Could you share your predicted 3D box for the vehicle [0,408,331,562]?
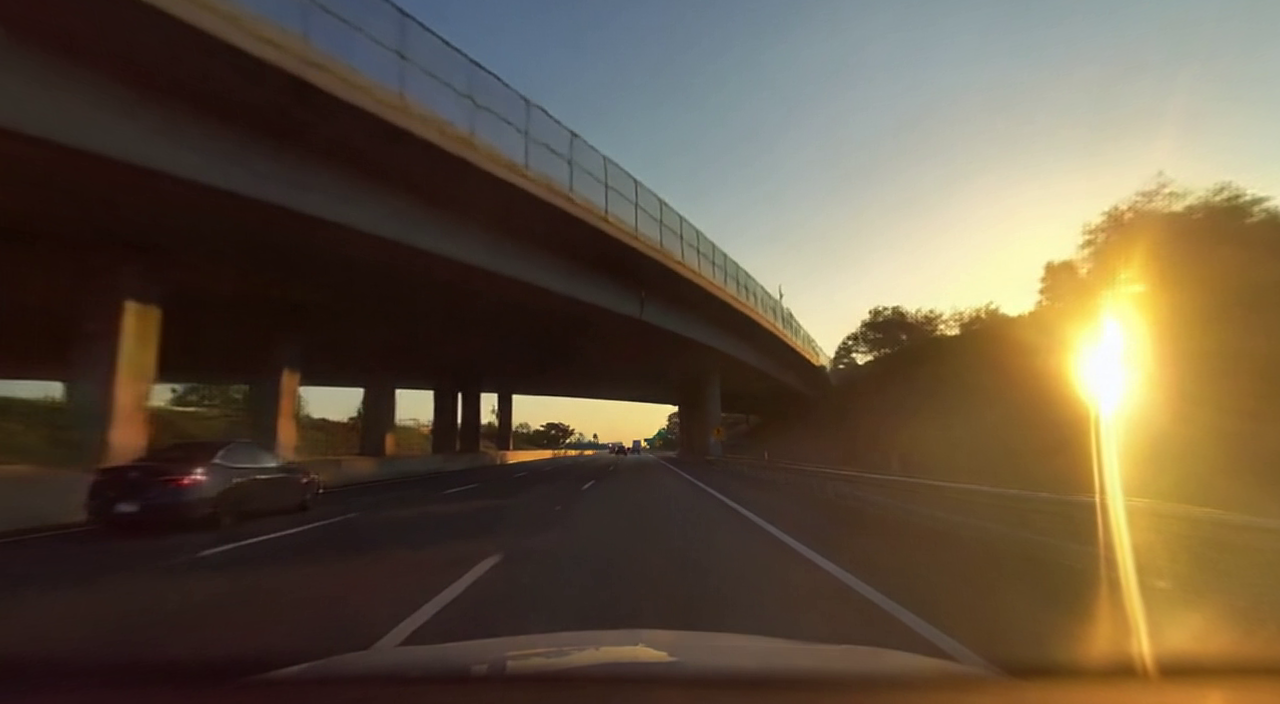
[{"bbox_3d":[-6.881,1.831,9.403,2.109,1.692,4.712,0,-9,0],"label":"vehicle"}]
